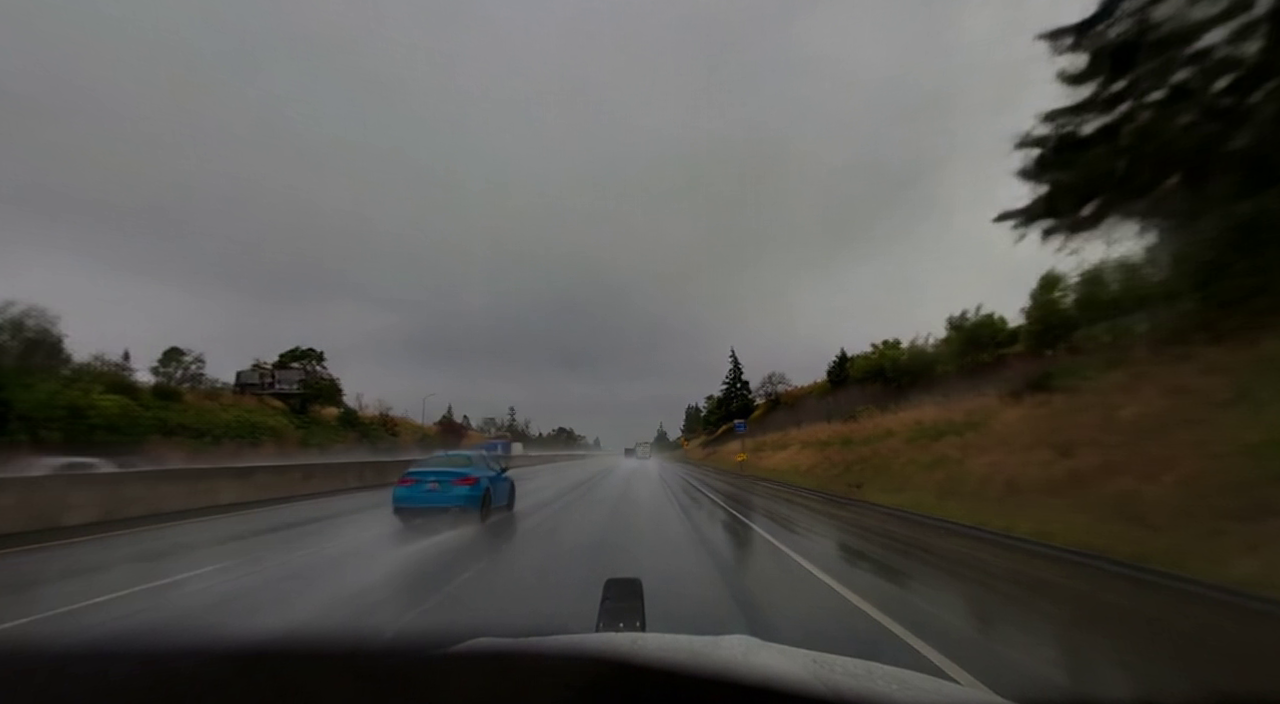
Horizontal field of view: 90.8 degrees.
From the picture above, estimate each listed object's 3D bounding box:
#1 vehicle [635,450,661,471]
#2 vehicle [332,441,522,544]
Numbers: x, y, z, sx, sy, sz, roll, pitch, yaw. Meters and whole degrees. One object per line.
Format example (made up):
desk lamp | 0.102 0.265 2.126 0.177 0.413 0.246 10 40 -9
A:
vehicle | 0.585 8.333 48.703 1.908 1.515 3.871 0 -9 0
vehicle | -3.518 2.392 11.376 1.978 1.498 4.080 0 -9 0
